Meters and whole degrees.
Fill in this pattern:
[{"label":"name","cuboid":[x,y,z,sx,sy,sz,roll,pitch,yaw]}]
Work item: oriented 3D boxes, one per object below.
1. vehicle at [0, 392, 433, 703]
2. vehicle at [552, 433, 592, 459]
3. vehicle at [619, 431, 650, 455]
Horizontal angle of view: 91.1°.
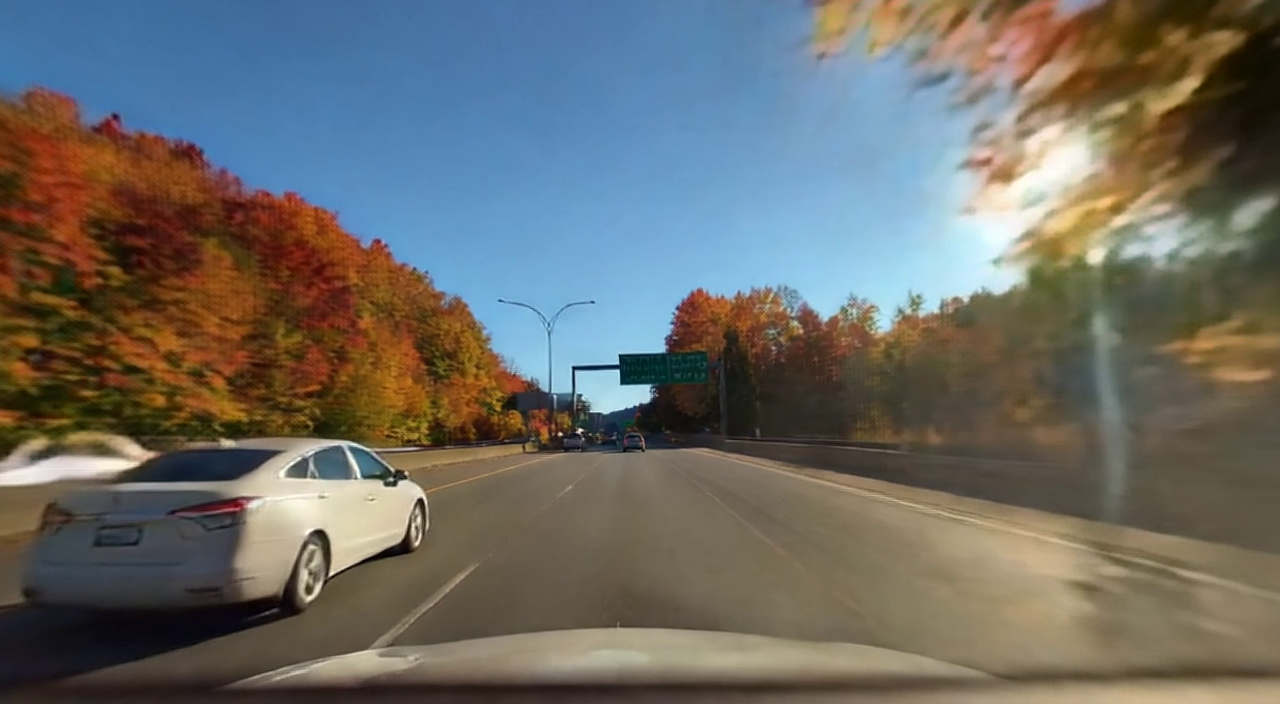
[{"label":"vehicle","cuboid":[-3.429,1.248,4.987,1.989,1.497,4.645,0,-8,0]},{"label":"vehicle","cuboid":[-4.271,5.940,39.940,2.071,1.524,4.398,0,-8,0]},{"label":"vehicle","cuboid":[-0.412,6.368,44.029,2.054,1.609,3.859,0,-8,-1]}]
